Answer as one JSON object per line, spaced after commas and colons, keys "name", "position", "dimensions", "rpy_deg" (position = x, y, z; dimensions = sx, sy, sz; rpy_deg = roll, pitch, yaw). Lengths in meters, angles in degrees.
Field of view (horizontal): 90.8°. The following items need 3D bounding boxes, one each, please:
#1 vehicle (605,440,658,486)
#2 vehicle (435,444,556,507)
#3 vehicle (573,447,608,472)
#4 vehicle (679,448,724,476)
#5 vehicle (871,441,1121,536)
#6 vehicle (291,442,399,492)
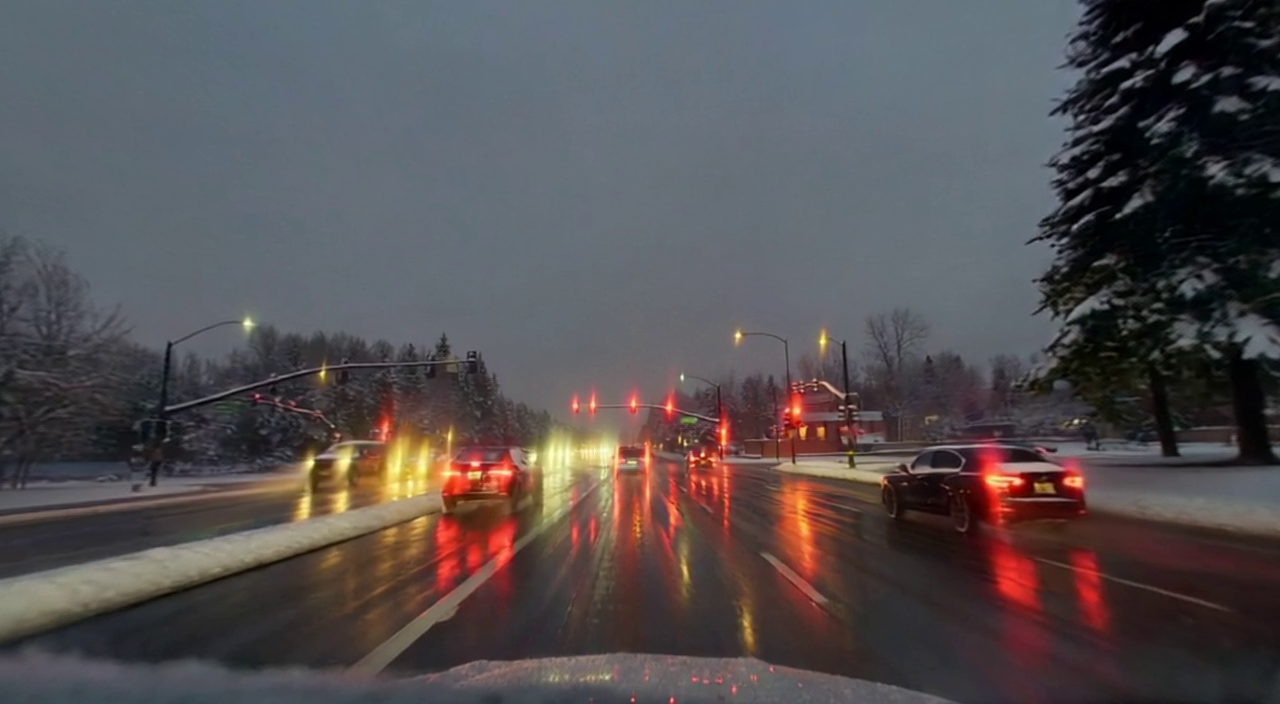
{"name": "vehicle", "position": [-0.310, 4.512, 26.076], "dimensions": [2.008, 1.716, 4.125], "rpy_deg": [0, -8, 0]}
{"name": "vehicle", "position": [-3.744, 3.263, 17.282], "dimensions": [2.163, 1.474, 4.413], "rpy_deg": [0, -8, 2]}
{"name": "vehicle", "position": [-3.130, 6.904, 40.793], "dimensions": [2.002, 1.502, 4.057], "rpy_deg": [0, -8, -1]}
{"name": "vehicle", "position": [3.403, 6.148, 35.561], "dimensions": [2.014, 1.430, 4.103], "rpy_deg": [0, -8, -1]}
{"name": "vehicle", "position": [6.367, 2.459, 12.129], "dimensions": [2.028, 1.451, 4.625], "rpy_deg": [0, -8, -1]}
{"name": "vehicle", "position": [-10.961, 4.272, 23.876], "dimensions": [2.026, 1.706, 4.041], "rpy_deg": [0, -8, 2]}
